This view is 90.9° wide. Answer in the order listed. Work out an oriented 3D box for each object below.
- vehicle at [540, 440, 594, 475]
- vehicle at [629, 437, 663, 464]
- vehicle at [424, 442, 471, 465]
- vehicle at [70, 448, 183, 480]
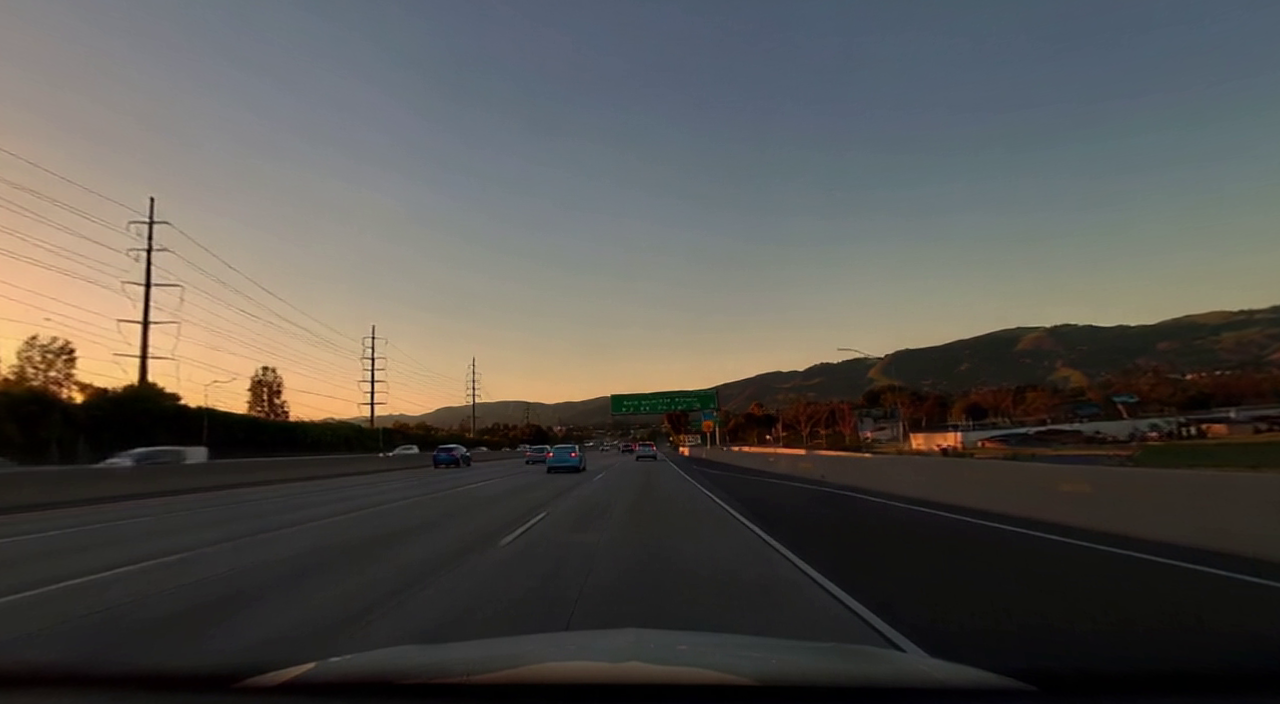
[{"bbox_3d":[-3.392,5.013,30.252,1.967,1.517,4.808,0,-8,1],"label":"vehicle"},{"bbox_3d":[0.389,6.821,43.728,2.194,1.737,4.127,0,-8,0],"label":"vehicle"},{"bbox_3d":[-14.277,7.505,46.993,2.047,1.608,4.257,0,-8,1],"label":"vehicle"},{"bbox_3d":[-28.071,6.122,34.738,1.976,1.549,5.017,0,-8,1],"label":"vehicle"}]
